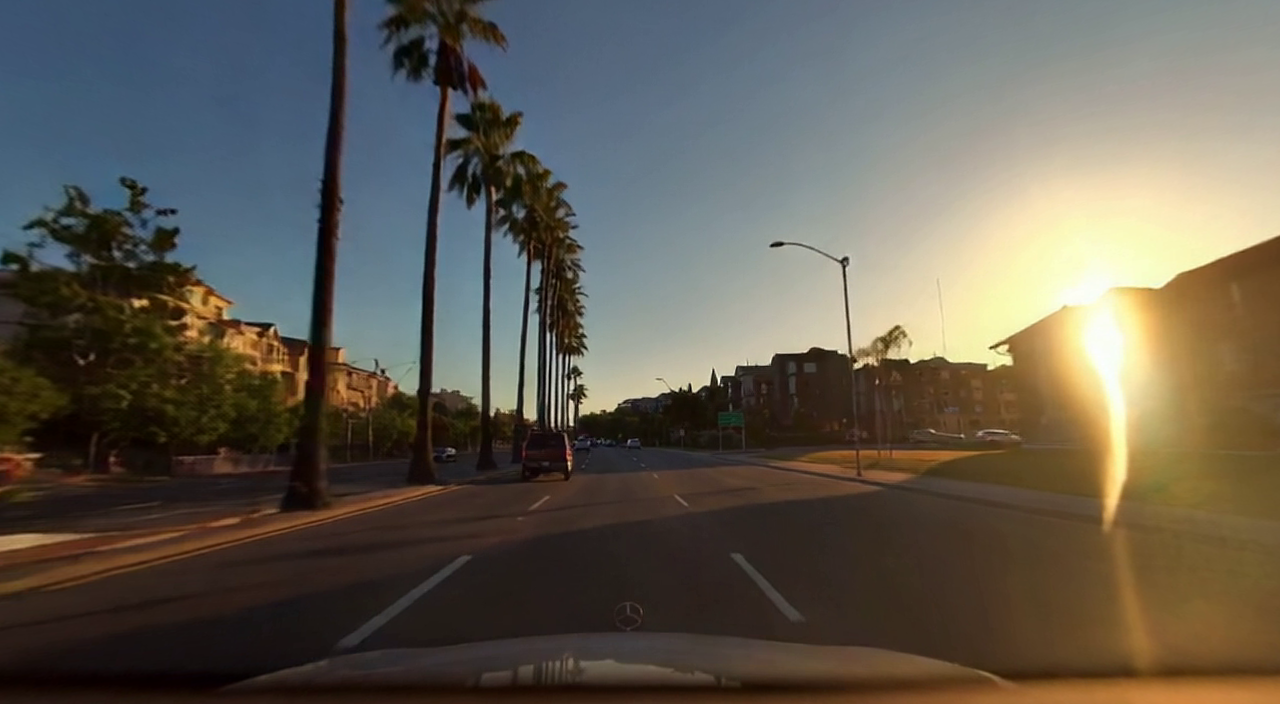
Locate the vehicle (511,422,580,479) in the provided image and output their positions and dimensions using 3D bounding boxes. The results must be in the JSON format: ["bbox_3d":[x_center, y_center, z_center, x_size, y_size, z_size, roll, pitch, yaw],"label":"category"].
[{"bbox_3d":[-3.947,4.277,27.404,2.507,2.161,6.049,1,-9,-5],"label":"vehicle"}]
